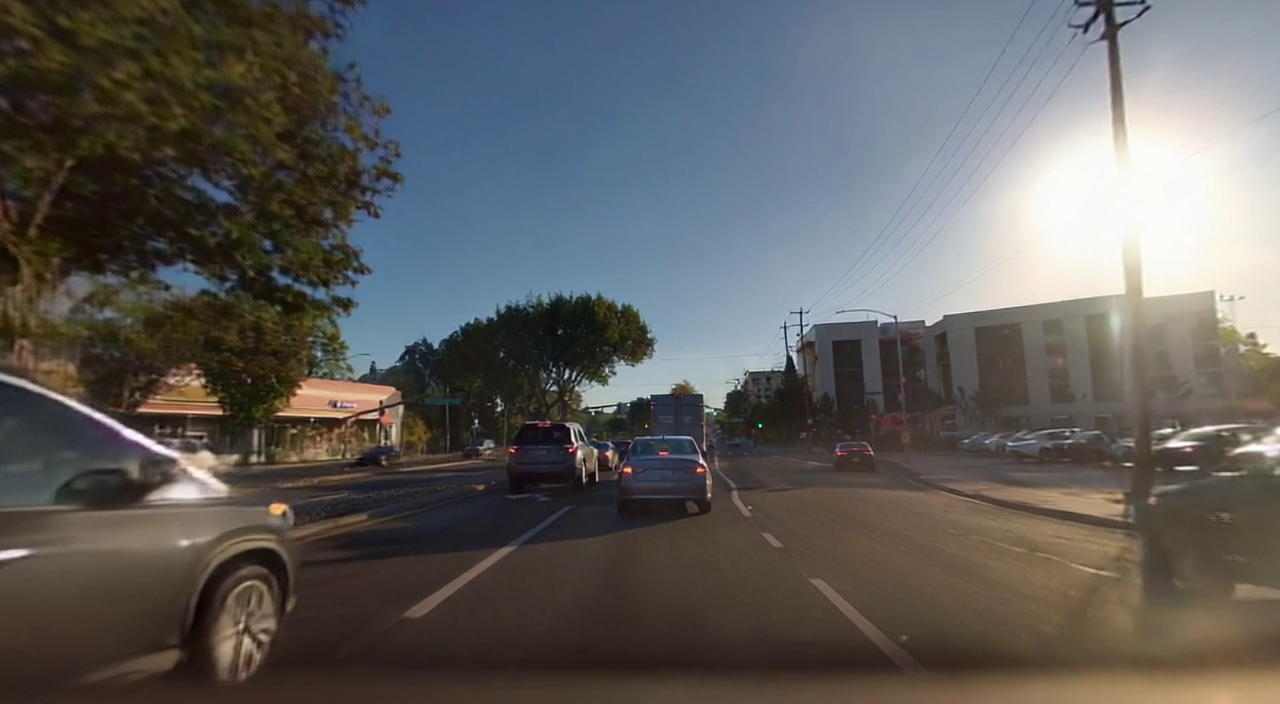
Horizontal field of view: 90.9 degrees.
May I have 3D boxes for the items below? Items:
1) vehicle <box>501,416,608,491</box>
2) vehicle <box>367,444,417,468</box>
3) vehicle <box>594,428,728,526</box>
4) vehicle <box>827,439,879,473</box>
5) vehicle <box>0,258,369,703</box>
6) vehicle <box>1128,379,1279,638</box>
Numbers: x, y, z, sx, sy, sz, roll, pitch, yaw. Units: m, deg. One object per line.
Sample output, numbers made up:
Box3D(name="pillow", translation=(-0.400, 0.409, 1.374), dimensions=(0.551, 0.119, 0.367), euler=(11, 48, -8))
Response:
Box3D(name="vehicle", translation=(-2.360, 3.018, 18.997), dimensions=(2.289, 1.935, 5.227), euler=(0, -8, 2))
Box3D(name="vehicle", translation=(-16.702, 6.983, 42.620), dimensions=(1.880, 1.470, 4.514), euler=(0, -8, -5))
Box3D(name="vehicle", translation=(0.310, 2.233, 11.844), dimensions=(2.061, 1.494, 4.079), euler=(0, -8, 0))
Box3D(name="vehicle", translation=(10.214, 4.970, 30.455), dimensions=(1.900, 1.507, 4.151), euler=(-2, -9, 13))
Box3D(name="vehicle", translation=(-3.023, 0.651, 2.022), dimensions=(2.124, 1.829, 4.799), euler=(0, -8, 0))
Box3D(name="vehicle", translation=(5.507, 0.920, 3.226), dimensions=(2.141, 1.794, 4.933), euler=(0, -8, 2))
